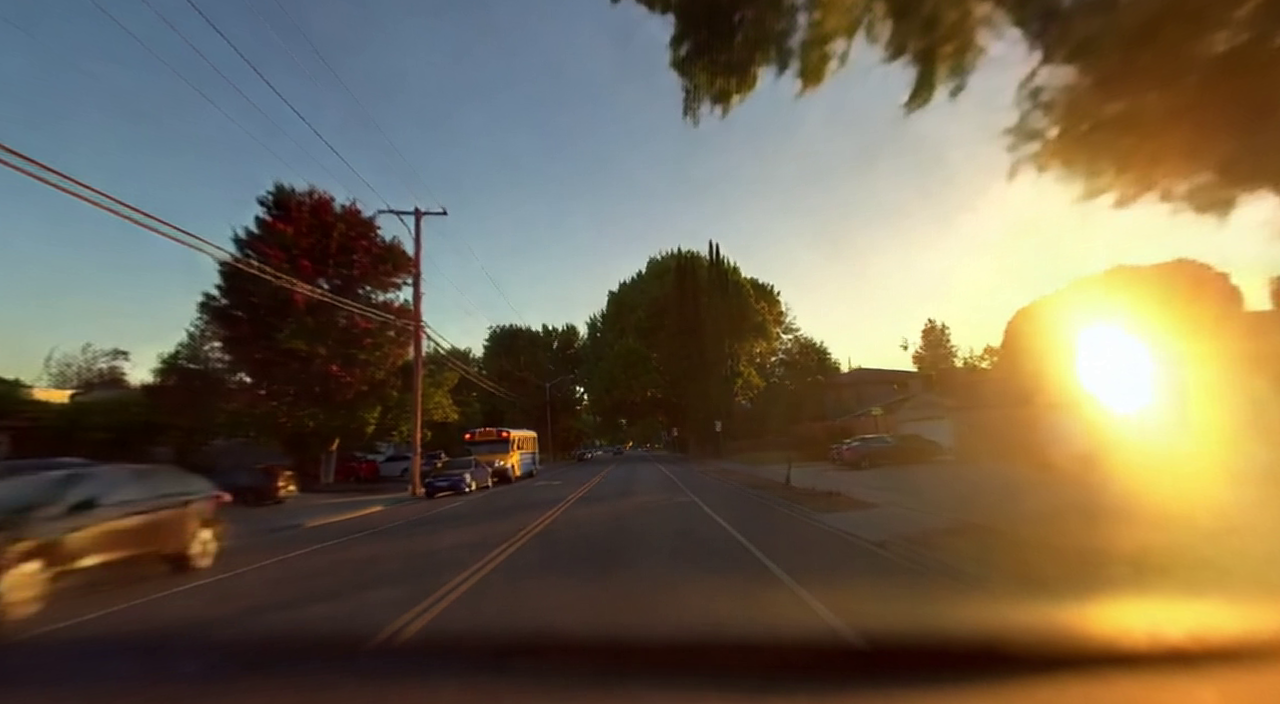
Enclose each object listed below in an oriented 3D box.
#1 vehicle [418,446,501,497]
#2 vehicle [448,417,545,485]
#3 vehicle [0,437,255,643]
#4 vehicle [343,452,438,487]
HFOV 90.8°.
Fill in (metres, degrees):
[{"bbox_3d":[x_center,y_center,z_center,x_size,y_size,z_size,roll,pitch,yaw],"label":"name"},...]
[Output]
[{"bbox_3d":[-6.794,4.516,24.330,2.023,1.721,4.418,0,-9,-2],"label":"vehicle"},{"bbox_3d":[-6.668,4.787,30.626,2.835,2.876,7.091,-1,-9,2],"label":"vehicle"},{"bbox_3d":[-6.636,1.857,6.856,2.002,1.790,4.624,0,-9,0],"label":"vehicle"},{"bbox_3d":[-14.290,6.736,36.270,4.767,1.520,1.940,-7,-9,11],"label":"vehicle"}]
